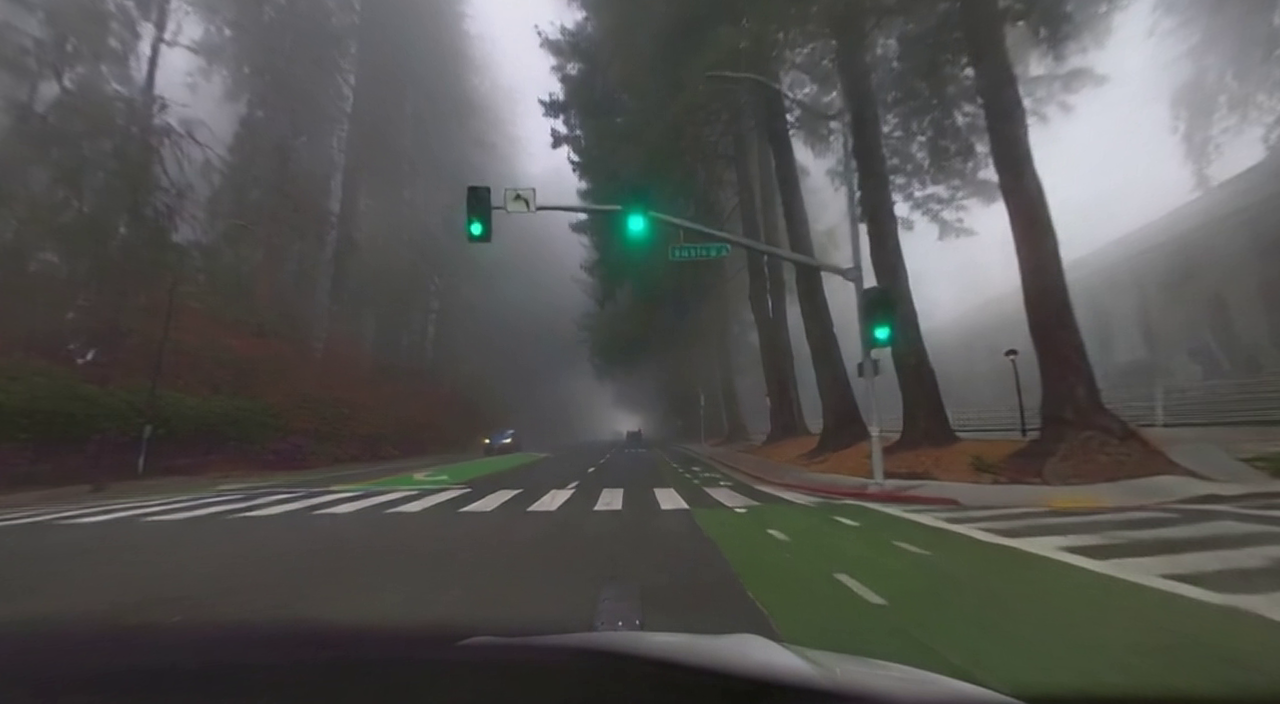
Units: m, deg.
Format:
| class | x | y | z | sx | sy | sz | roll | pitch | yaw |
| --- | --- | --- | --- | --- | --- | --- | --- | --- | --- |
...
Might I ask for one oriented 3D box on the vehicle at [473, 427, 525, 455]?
| class | x | y | z | sx | sy | sz | roll | pitch | yaw |
| --- | --- | --- | --- | --- | --- | --- | --- | --- | --- |
| vehicle | -9.529 | 6.091 | 43.104 | 2.248 | 1.761 | 4.918 | 0 | -8 | 2 |
